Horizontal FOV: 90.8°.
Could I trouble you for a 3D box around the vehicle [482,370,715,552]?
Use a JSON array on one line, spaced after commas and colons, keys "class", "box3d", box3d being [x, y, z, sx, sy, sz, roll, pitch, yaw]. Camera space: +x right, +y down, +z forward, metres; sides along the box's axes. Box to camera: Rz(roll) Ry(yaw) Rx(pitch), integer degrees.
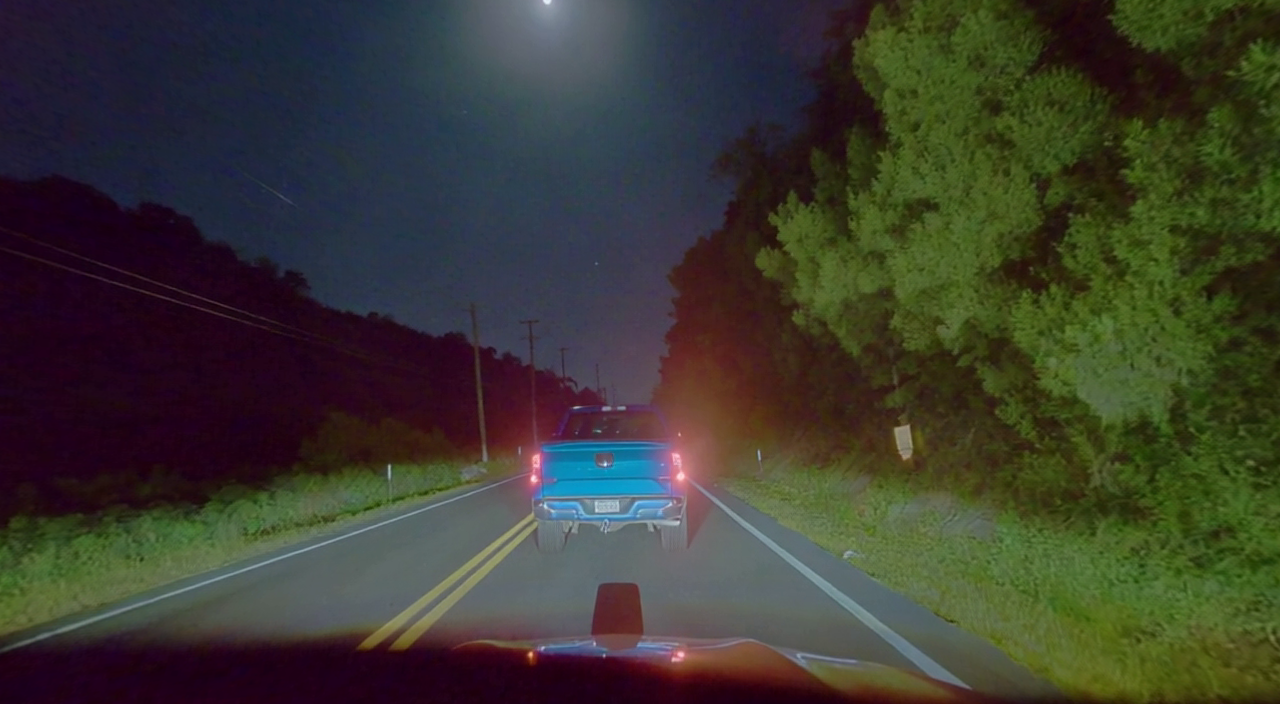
[{"class": "vehicle", "box3d": [-0.552, 1.762, 10.761, 2.837, 2.223, 5.885, 0, -8, -1]}]
